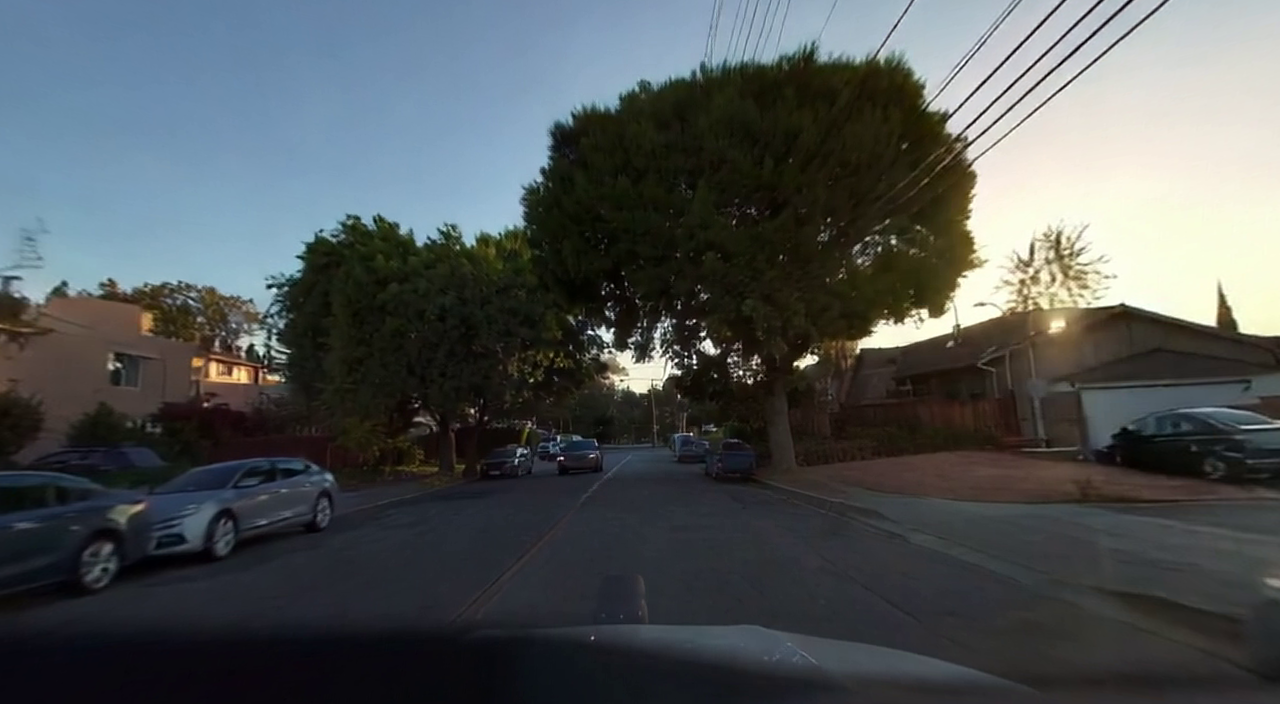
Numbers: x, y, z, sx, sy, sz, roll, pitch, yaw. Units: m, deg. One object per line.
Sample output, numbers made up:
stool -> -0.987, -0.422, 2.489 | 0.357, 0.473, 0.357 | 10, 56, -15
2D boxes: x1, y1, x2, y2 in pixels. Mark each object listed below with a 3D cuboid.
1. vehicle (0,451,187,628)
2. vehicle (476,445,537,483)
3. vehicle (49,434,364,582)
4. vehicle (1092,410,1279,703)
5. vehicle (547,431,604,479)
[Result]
vehicle -> -6.456, 1.666, 5.285 | 1.995, 1.469, 4.931 | -4, -8, -4
vehicle -> -6.457, 5.427, 30.946 | 2.055, 1.666, 4.168 | -2, -9, 1
vehicle -> -6.634, 2.358, 10.530 | 1.985, 1.712, 4.703 | -5, -8, -1
vehicle -> 3.746, 0.787, 1.231 | 2.108, 1.493, 4.878 | 0, -8, 0
vehicle -> -3.049, 4.994, 30.765 | 2.154, 2.051, 4.571 | -2, -9, 2
